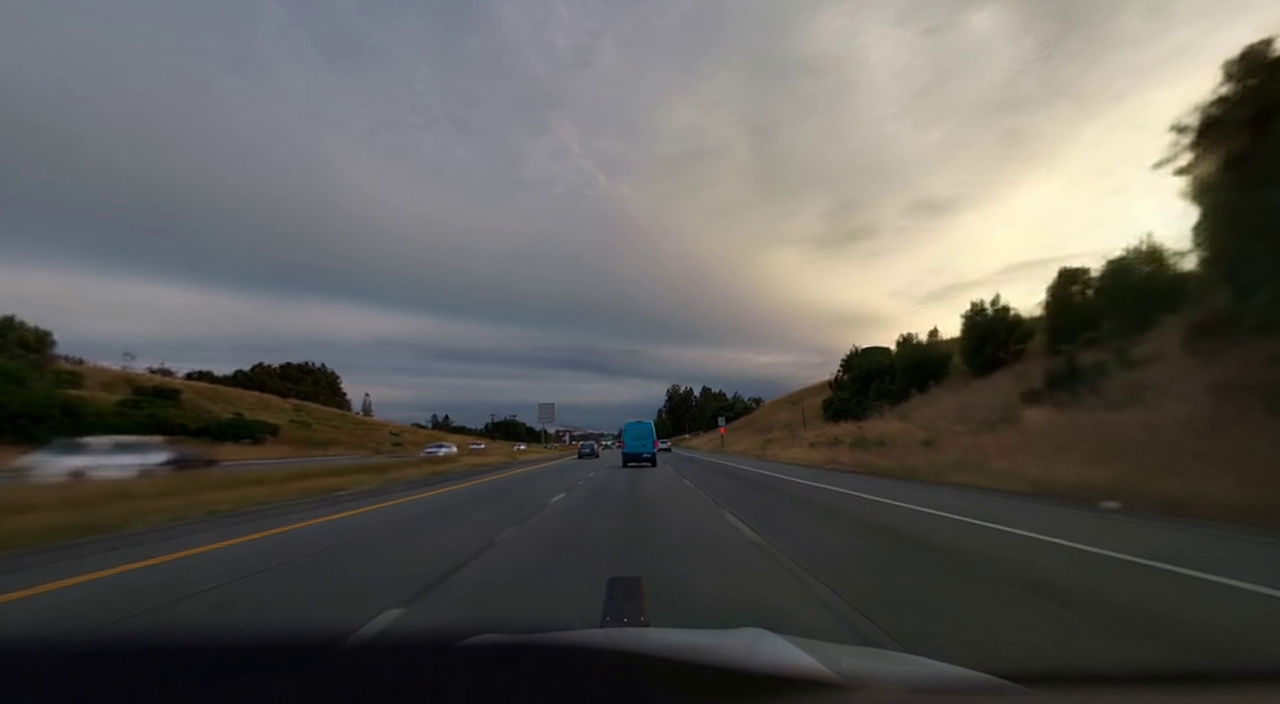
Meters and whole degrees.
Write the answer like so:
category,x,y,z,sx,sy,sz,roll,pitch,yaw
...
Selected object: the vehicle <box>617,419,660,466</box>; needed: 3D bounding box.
category,x,y,z,sx,sy,sz,roll,pitch,yaw
vehicle,-0.102,5.265,36.544,2.329,2.483,5.428,0,-8,0
